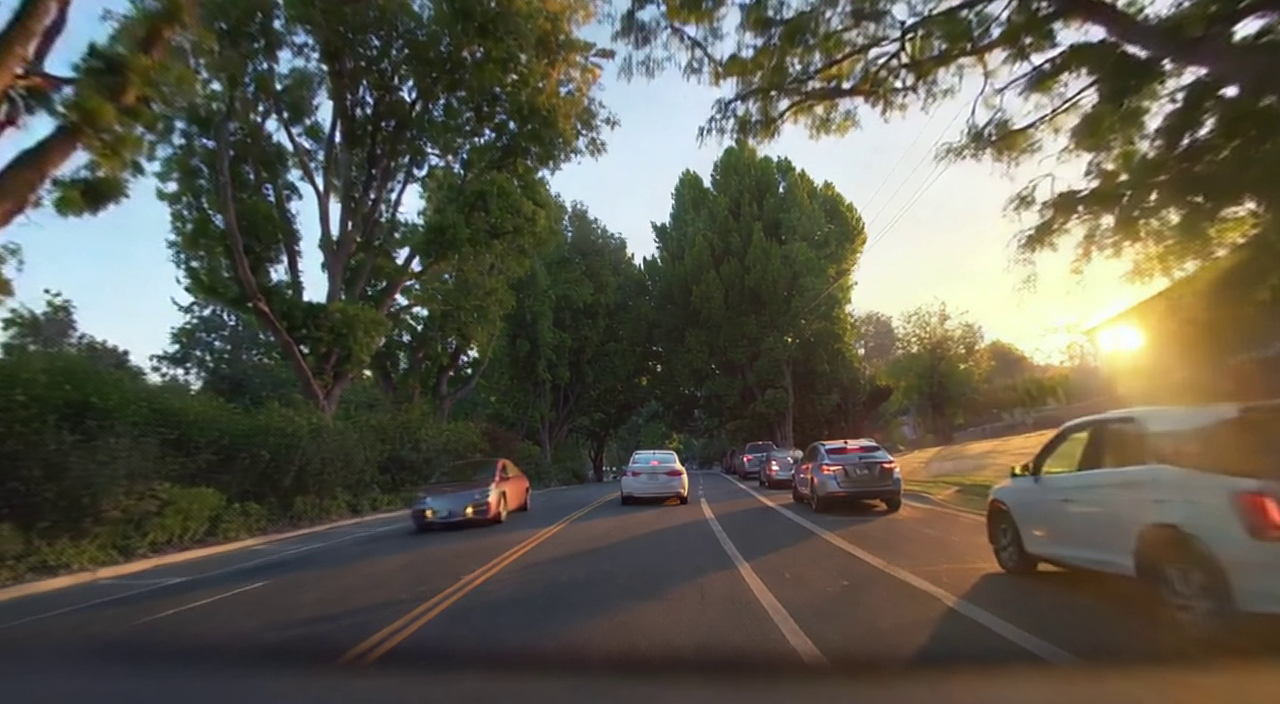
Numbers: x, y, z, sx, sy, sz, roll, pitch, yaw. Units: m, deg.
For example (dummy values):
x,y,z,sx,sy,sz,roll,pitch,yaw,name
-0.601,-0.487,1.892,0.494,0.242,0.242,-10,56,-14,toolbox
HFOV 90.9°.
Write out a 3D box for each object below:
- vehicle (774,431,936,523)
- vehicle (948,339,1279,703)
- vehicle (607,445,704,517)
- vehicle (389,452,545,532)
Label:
x,y,z,sx,sy,sz,roll,pitch,yaw,name
4.381,2.606,13.763,1.957,1.629,4.609,0,-8,1,vehicle
4.148,1.004,4.164,1.968,1.783,4.826,0,-8,3,vehicle
0.407,3.074,15.620,2.078,1.521,4.058,0,-8,2,vehicle
-3.668,3.051,14.393,2.087,1.449,4.575,-1,-8,3,vehicle
